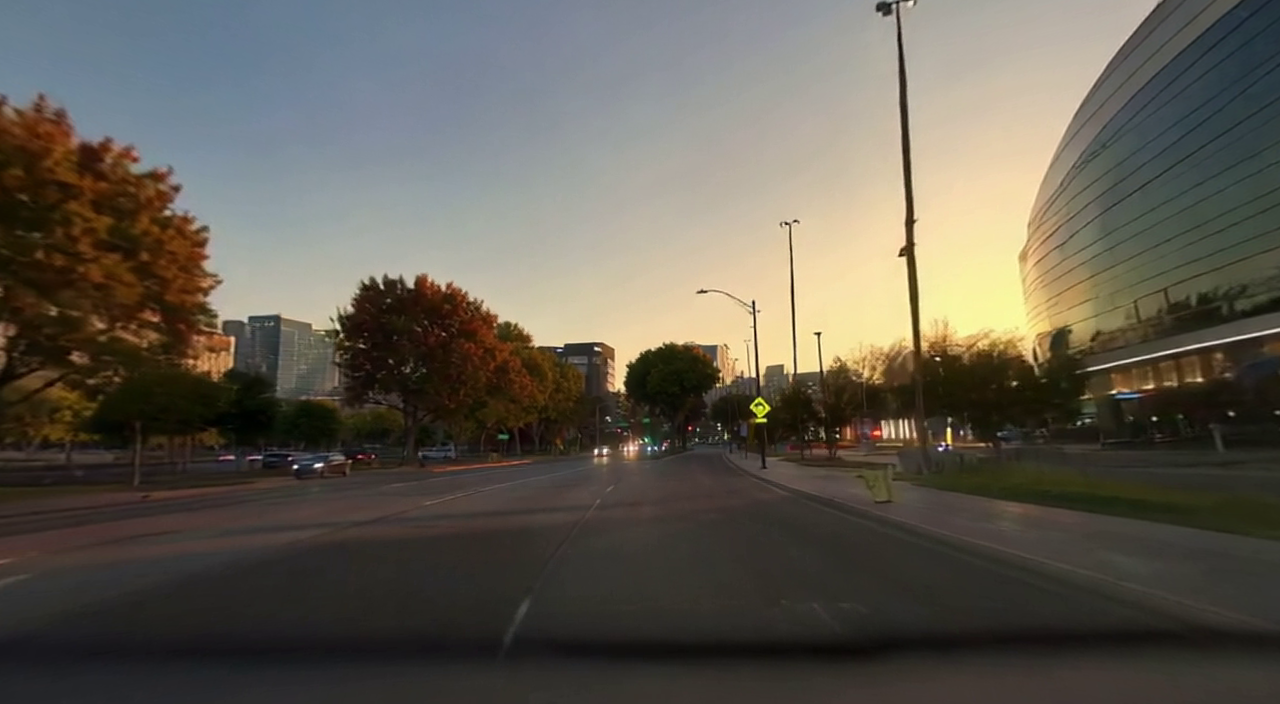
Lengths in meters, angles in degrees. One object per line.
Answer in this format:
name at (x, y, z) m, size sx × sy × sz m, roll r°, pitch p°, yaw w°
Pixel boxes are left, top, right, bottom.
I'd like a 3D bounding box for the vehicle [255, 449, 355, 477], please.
vehicle at (-19.712, 6.526, 37.034) m, size 4.783 × 1.579 × 2.157 m, roll -2°, pitch -9°, yaw 11°
